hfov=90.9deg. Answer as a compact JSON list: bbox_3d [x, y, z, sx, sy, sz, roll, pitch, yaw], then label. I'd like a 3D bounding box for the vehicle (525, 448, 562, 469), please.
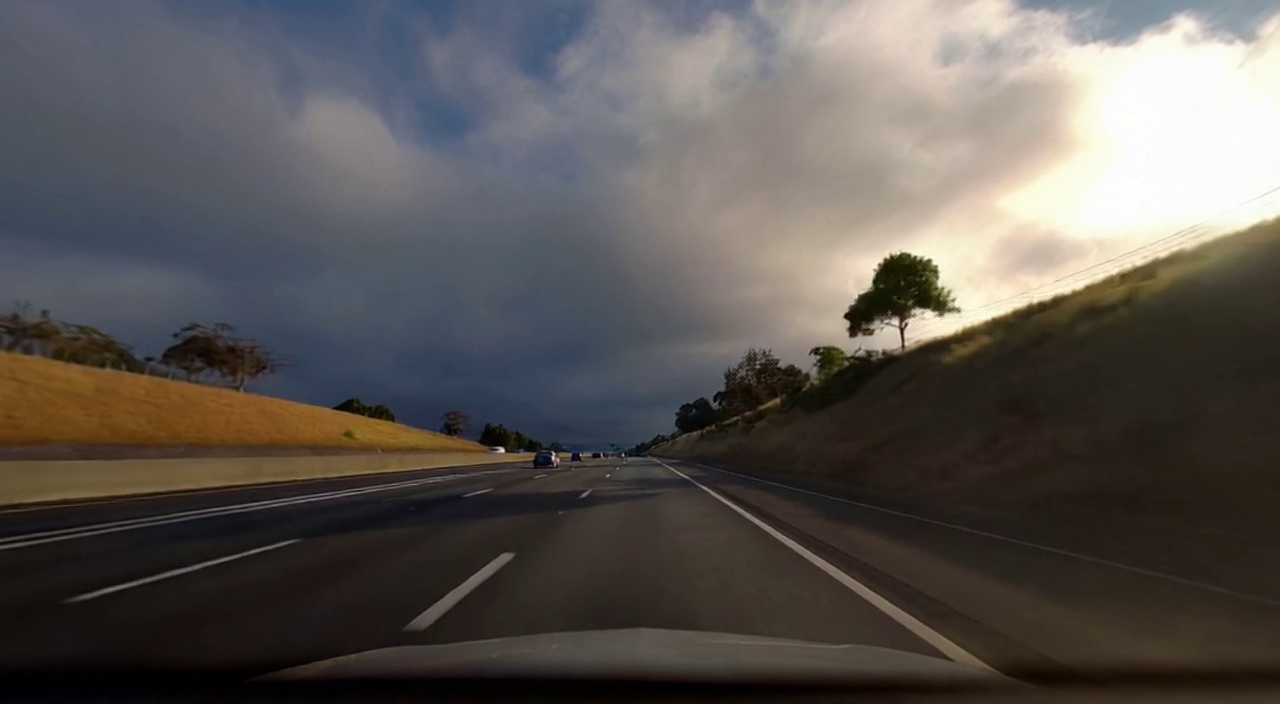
[{"bbox_3d":[-7.138,7.954,47.104,2.015,1.483,4.626,0,-9,0],"label":"vehicle"}]
